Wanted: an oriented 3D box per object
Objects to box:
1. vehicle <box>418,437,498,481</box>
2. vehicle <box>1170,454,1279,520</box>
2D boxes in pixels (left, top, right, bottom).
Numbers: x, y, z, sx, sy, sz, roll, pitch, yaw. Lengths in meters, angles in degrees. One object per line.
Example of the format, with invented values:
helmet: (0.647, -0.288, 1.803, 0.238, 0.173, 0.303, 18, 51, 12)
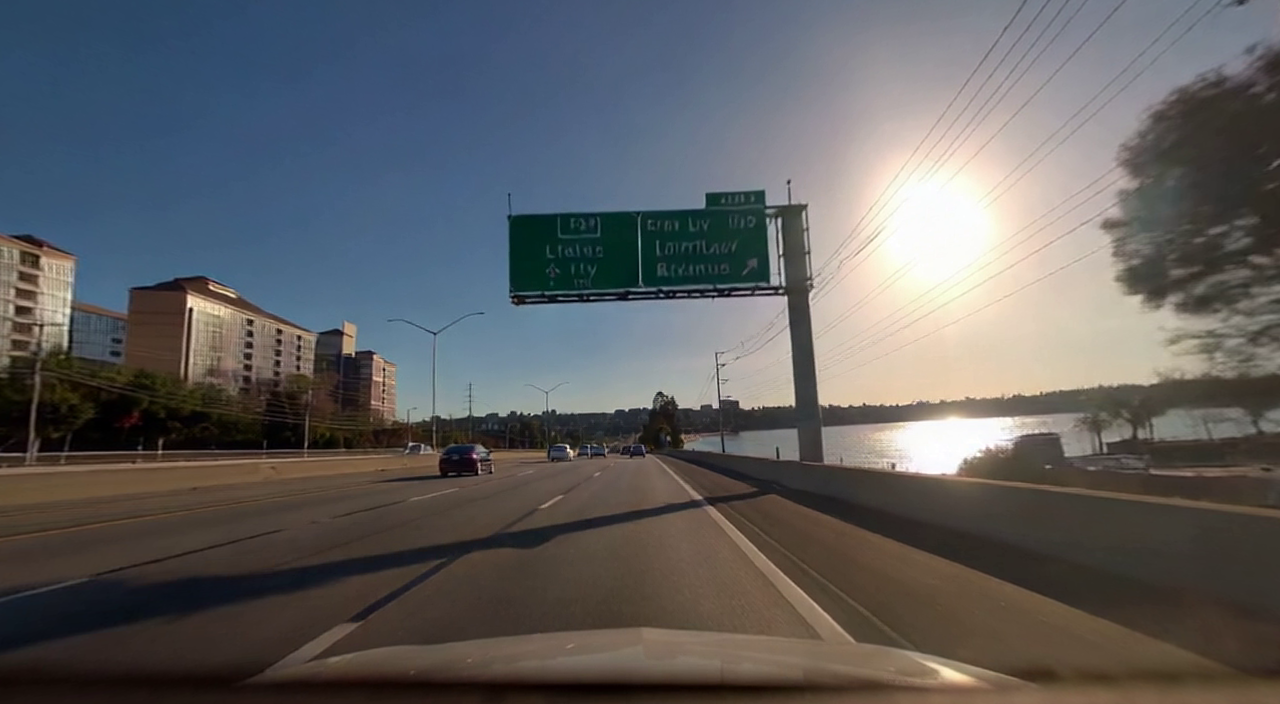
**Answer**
vehicle: (-7.179, 4.237, 25.282, 1.946, 1.590, 4.042, 0, -9, 1)
vehicle: (19.980, 4.183, 19.782, 4.533, 1.883, 2.245, -1, -9, 4)
